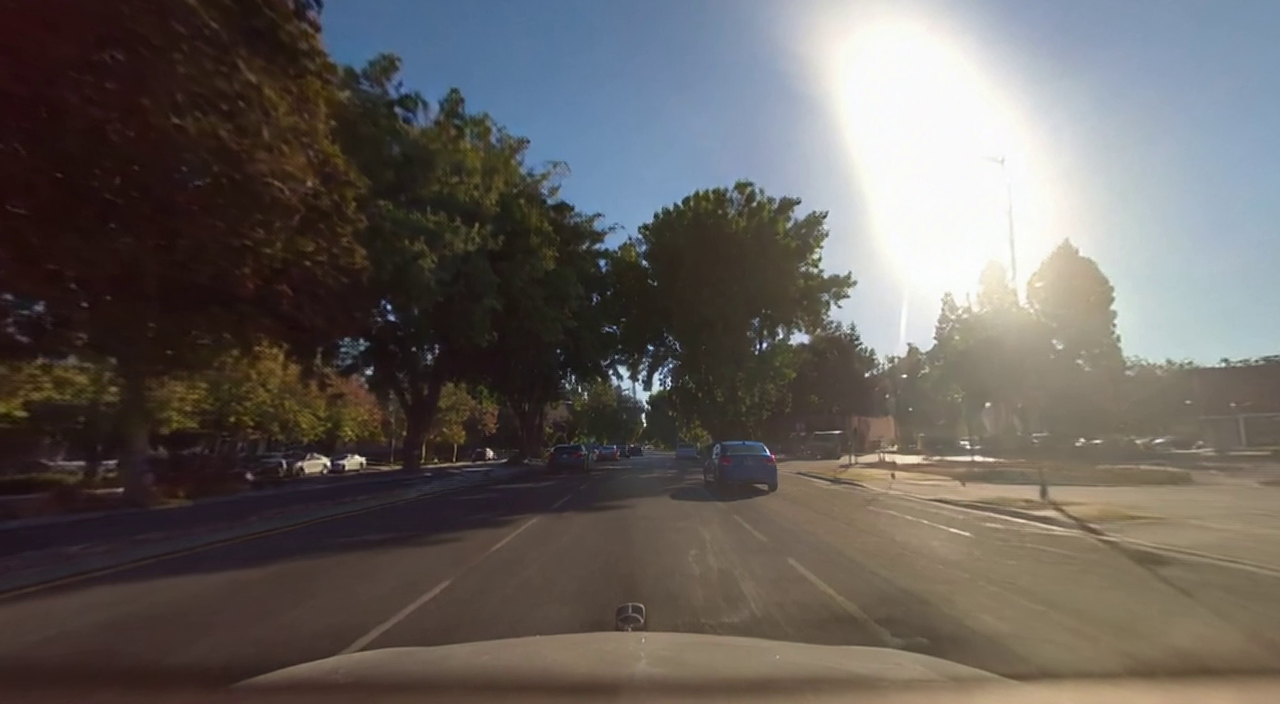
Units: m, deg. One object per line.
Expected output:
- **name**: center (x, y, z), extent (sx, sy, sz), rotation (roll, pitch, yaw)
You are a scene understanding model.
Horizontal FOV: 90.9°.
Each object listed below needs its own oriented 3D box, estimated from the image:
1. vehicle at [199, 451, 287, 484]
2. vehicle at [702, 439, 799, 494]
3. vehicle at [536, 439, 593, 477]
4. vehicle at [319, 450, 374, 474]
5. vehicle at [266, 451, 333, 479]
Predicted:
- **vehicle**: center (-22.511, 6.549, 35.958), extent (1.918, 1.698, 4.581), rotation (0, -8, 1)
- **vehicle**: center (3.173, 3.391, 19.103), extent (2.083, 1.474, 4.360), rotation (0, -8, -1)
- **vehicle**: center (-3.409, 4.888, 29.332), extent (2.113, 1.626, 4.129), rotation (0, -8, 1)
- **vehicle**: center (-22.266, 8.360, 48.003), extent (1.887, 1.669, 4.753), rotation (0, -8, 1)
- **vehicle**: center (-22.372, 7.424, 41.622), extent (1.794, 1.664, 4.582), rotation (0, -8, 1)
